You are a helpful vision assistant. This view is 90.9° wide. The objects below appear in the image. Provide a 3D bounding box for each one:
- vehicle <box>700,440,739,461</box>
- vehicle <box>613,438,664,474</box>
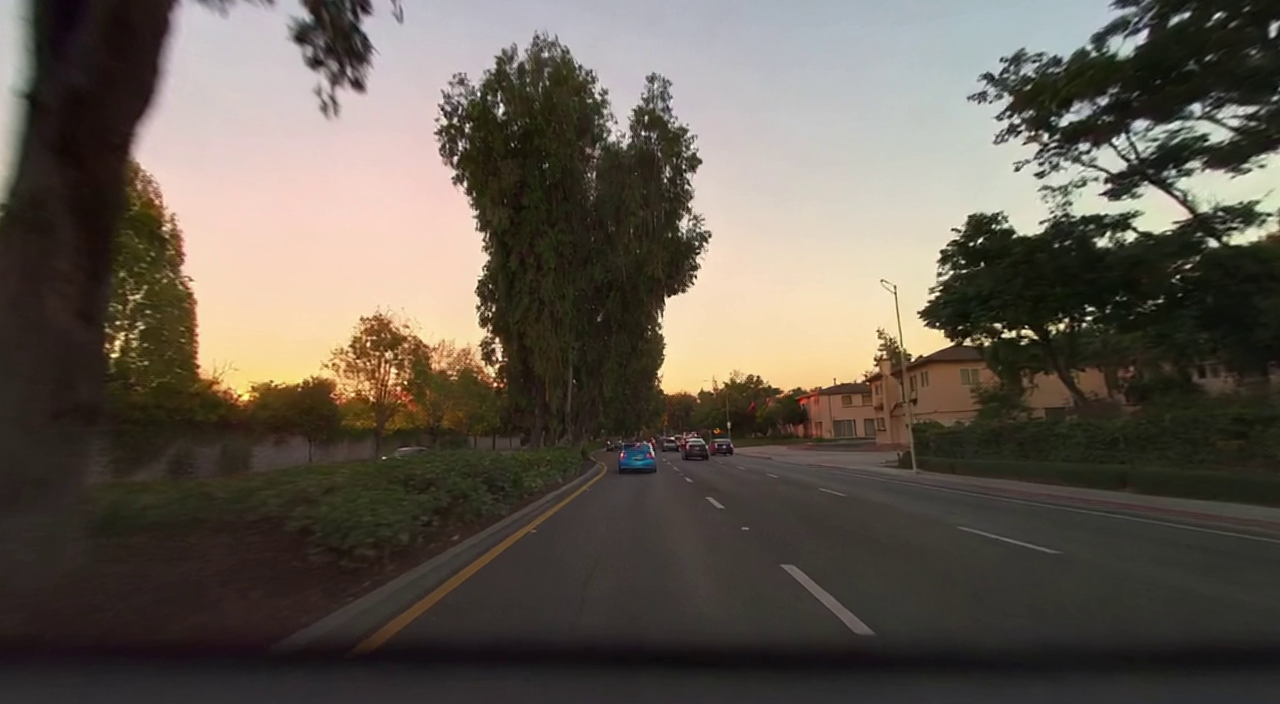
[{"bbox_3d":[5.880,7.318,47.040,2.067,1.514,4.188,1,-8,-5],"label":"vehicle"},{"bbox_3d":[-0.058,4.604,28.084,2.102,1.481,3.907,0,-8,0],"label":"vehicle"}]
